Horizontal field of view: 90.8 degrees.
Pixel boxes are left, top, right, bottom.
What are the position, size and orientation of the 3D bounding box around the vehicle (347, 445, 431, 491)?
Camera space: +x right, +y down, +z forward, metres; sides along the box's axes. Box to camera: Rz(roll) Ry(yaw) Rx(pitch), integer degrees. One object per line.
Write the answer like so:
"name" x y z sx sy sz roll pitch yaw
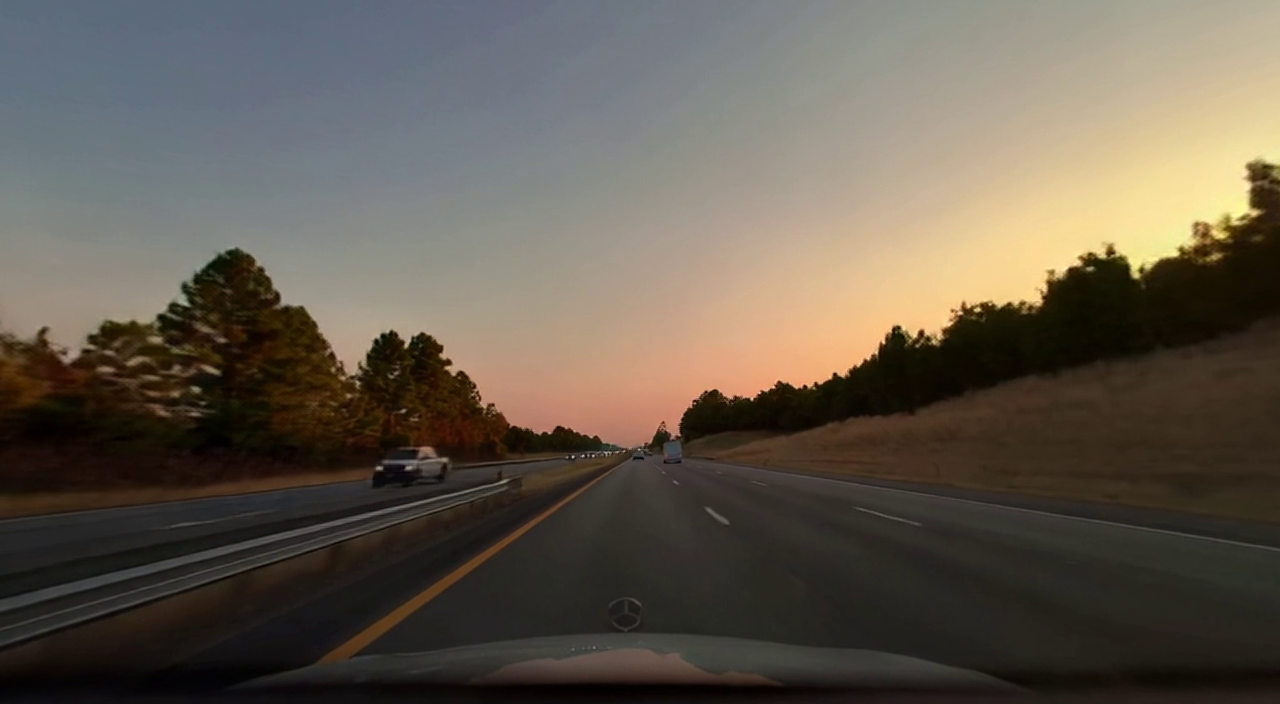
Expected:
"vehicle" -12.013 5.537 30.600 2.112 2.012 4.787 0 -9 0
